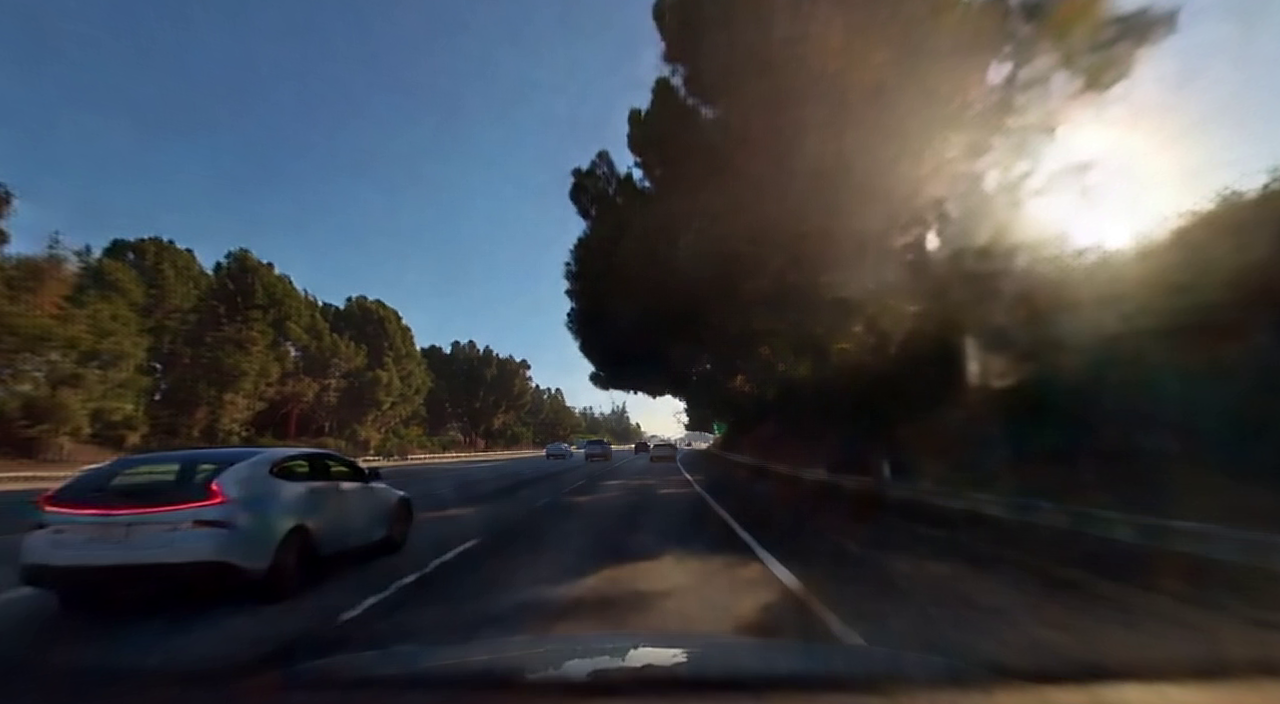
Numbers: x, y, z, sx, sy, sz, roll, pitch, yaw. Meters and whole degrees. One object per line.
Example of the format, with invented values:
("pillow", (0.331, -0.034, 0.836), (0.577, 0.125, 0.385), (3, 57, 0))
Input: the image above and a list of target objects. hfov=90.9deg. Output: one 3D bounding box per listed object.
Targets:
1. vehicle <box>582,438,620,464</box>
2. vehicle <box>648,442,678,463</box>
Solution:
("vehicle", (-2.612, 6.776, 43.307), (2.071, 1.716, 4.363), (0, -8, 4))
("vehicle", (1.691, 7.233, 45.620), (2.113, 1.464, 4.073), (0, -8, 3))
